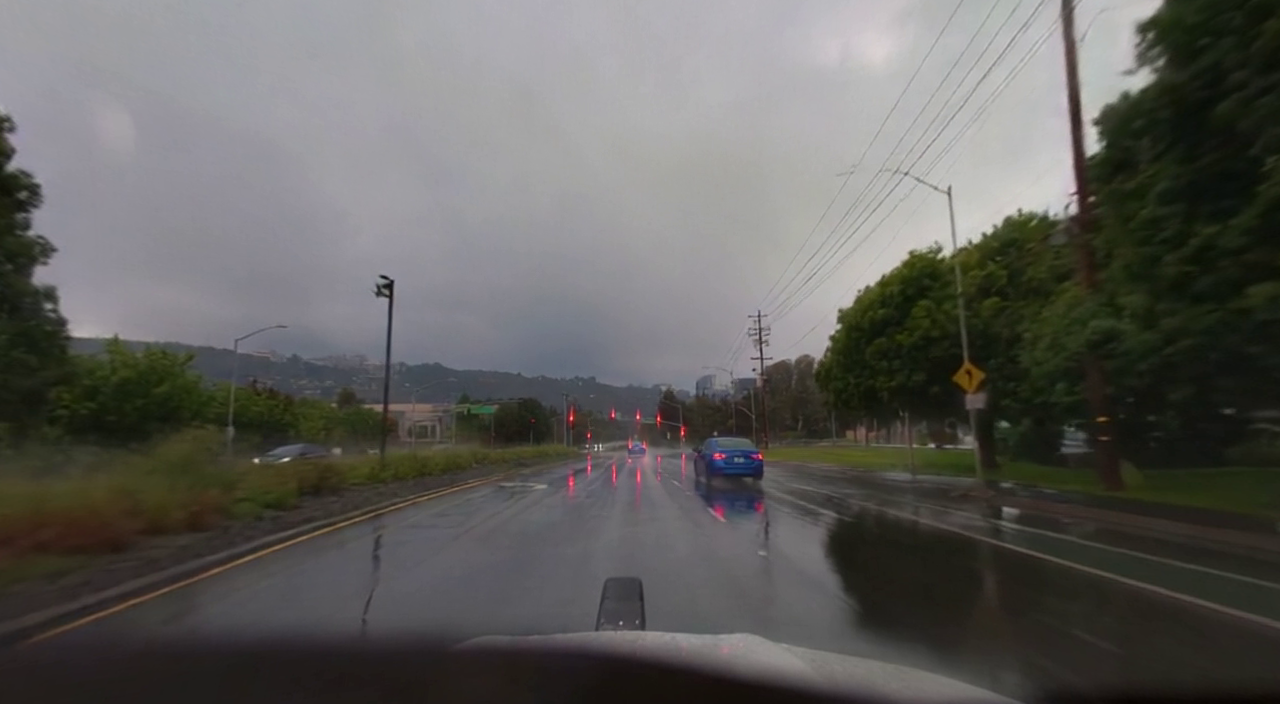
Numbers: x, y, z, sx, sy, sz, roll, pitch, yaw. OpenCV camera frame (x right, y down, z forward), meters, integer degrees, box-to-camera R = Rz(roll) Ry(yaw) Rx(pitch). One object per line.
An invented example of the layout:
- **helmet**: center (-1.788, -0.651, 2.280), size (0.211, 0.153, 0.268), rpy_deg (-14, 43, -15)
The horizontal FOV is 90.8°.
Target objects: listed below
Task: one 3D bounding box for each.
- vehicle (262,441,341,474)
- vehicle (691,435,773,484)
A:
- **vehicle**: center (-20.097, 6.236, 37.785), size (1.969, 1.818, 4.889), rpy_deg (0, -8, 1)
- **vehicle**: center (2.964, 3.562, 21.345), size (2.004, 1.448, 4.263), rpy_deg (0, -8, -2)
